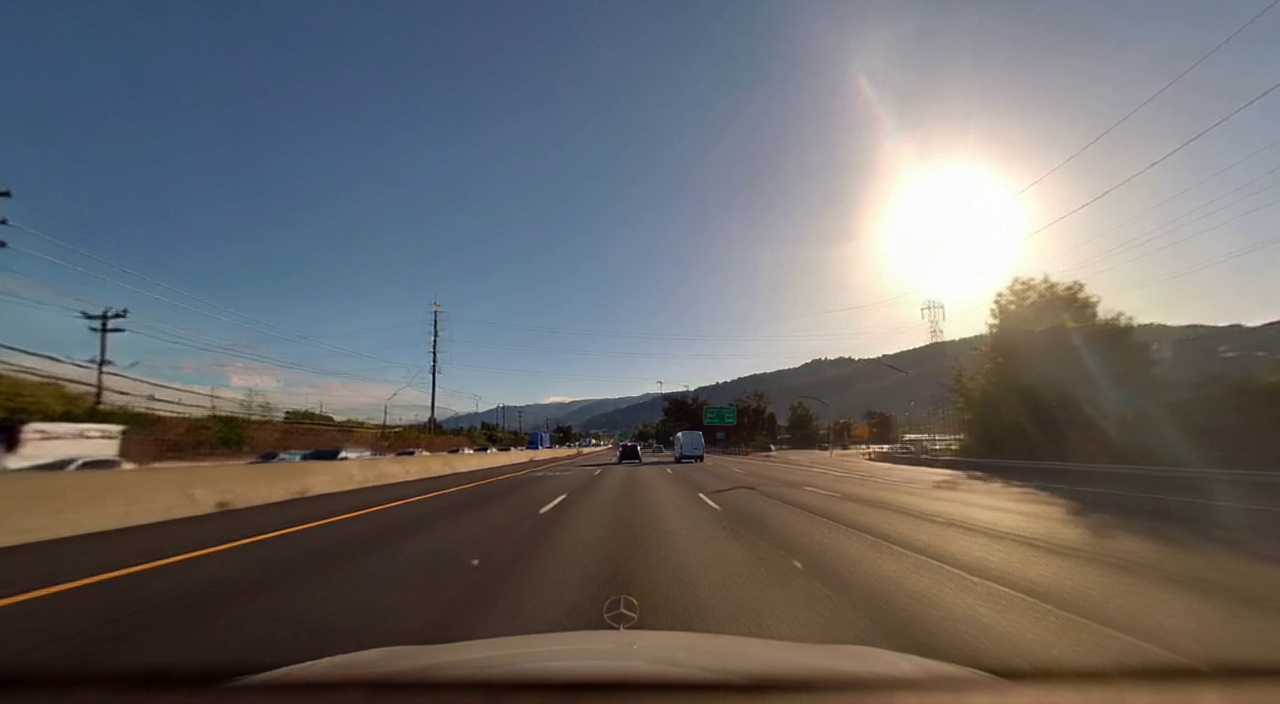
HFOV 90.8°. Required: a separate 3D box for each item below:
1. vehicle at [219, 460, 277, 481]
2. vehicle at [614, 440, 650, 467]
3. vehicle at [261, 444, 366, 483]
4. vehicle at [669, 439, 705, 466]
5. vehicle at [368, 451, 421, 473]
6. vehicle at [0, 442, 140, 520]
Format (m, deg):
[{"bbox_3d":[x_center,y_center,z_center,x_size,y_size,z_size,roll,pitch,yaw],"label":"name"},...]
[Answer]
[{"bbox_3d":[-28.962,8.726,46.842,1.823,1.421,4.037,1,-9,-2],"label":"vehicle"},{"bbox_3d":[-0.550,6.788,42.362,2.325,1.712,4.592,0,-9,-1],"label":"vehicle"},{"bbox_3d":[-13.899,4.753,27.279,2.147,1.528,4.437,0,-9,0],"label":"vehicle"},{"bbox_3d":[3.233,7.026,44.294,2.036,1.796,4.470,0,-9,-2],"label":"vehicle"},{"bbox_3d":[-17.514,7.849,45.310,1.903,1.482,4.623,0,-9,0],"label":"vehicle"},{"bbox_3d":[-21.626,4.372,21.807,2.812,2.426,7.221,0,-9,0],"label":"vehicle"}]
